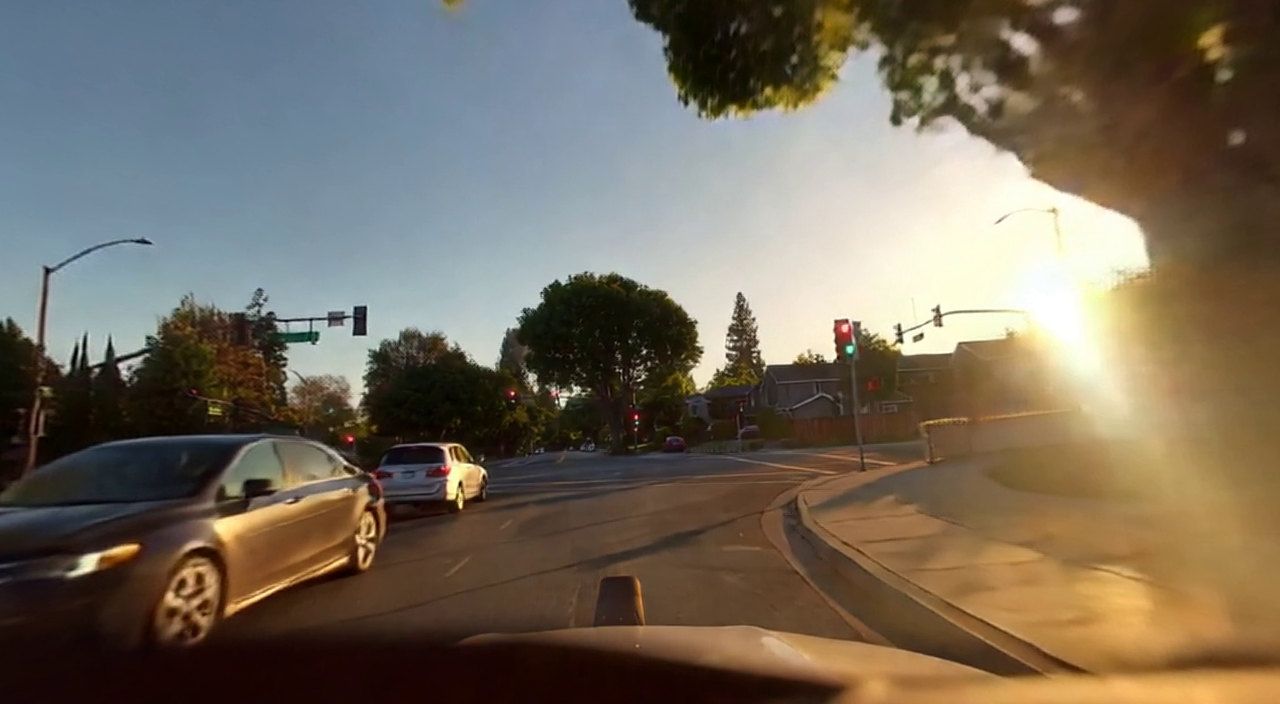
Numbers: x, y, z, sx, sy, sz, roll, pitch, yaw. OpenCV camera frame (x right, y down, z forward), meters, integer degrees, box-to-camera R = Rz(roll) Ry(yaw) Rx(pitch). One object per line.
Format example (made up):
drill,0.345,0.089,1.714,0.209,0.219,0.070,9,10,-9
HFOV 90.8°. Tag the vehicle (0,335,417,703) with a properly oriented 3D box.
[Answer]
vehicle,-3.617,1.167,5.188,2.041,1.834,4.679,0,-9,-3

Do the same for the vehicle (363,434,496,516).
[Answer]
vehicle,-4.447,2.620,13.980,1.777,1.537,3.831,0,-9,-3
